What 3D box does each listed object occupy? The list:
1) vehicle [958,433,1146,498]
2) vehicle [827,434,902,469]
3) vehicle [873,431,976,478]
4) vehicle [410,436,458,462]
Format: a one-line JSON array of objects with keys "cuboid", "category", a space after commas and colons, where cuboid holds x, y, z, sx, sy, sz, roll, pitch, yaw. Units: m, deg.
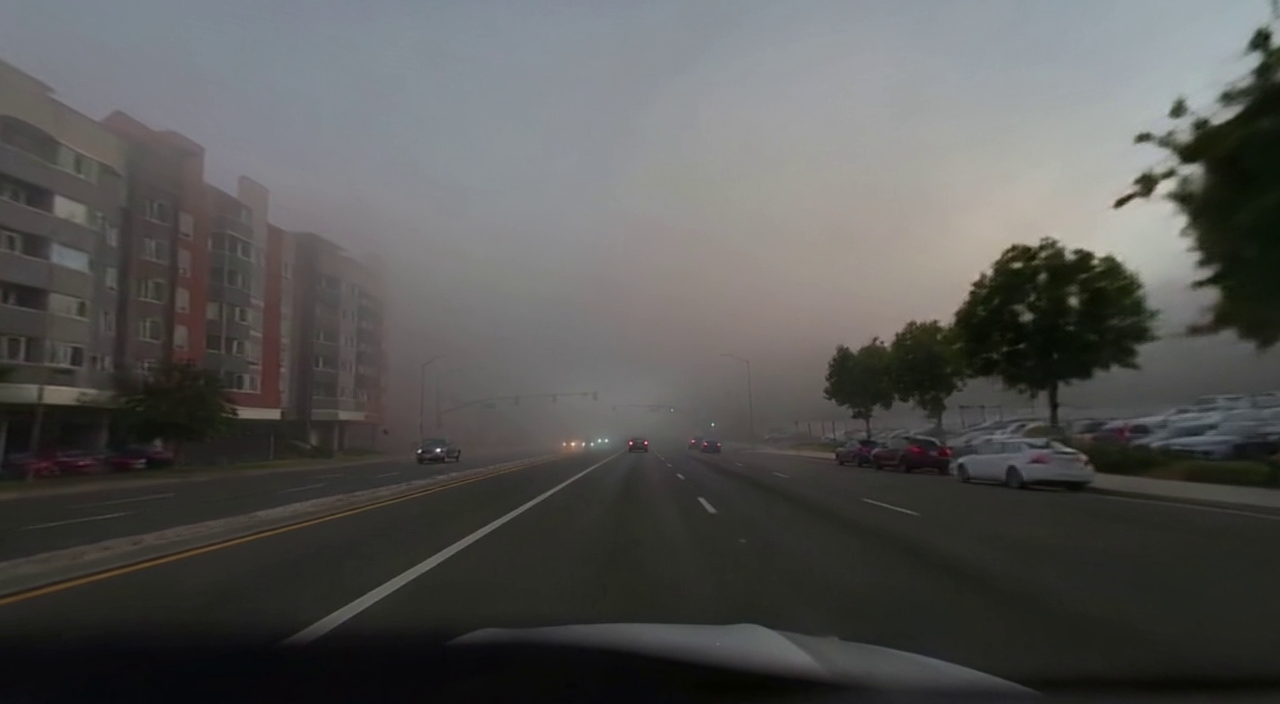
[{"cuboid": [10.346, 2.878, 16.372, 1.861, 1.446, 4.413, 0, -9, -1], "category": "vehicle"}, {"cuboid": [10.404, 4.650, 29.643, 1.948, 1.489, 4.276, 0, -9, 1], "category": "vehicle"}, {"cuboid": [10.587, 3.836, 23.874, 1.905, 1.597, 4.040, 0, -9, -2], "category": "vehicle"}, {"cuboid": [-14.271, 6.744, 44.006, 2.046, 1.682, 4.518, 0, -9, -3], "category": "vehicle"}]
